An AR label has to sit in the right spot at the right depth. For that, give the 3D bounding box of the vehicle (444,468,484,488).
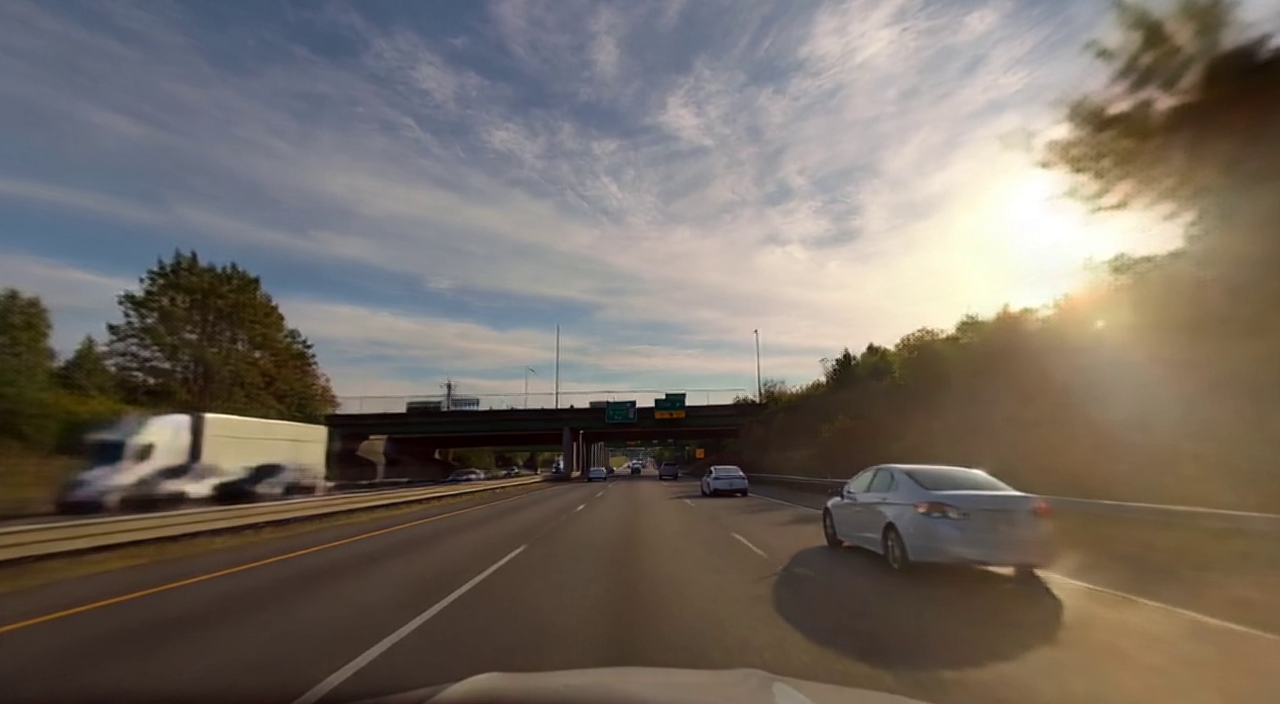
[{"bbox_3d":[-13.091,9.415,47.136,1.893,1.440,3.550,1,-11,1],"label":"vehicle"}]

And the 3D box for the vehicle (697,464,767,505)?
[{"bbox_3d":[3.592,5.302,25.482,2.051,1.472,4.547,1,-11,-1],"label":"vehicle"}]

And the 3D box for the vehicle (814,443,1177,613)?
[{"bbox_3d":[4.051,2.119,8.405,2.010,1.579,4.679,1,-11,-1],"label":"vehicle"}]

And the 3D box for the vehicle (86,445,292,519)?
[{"bbox_3d":[-12.484,3.660,18.029,2.050,1.763,5.114,1,-11,0],"label":"vehicle"}]
